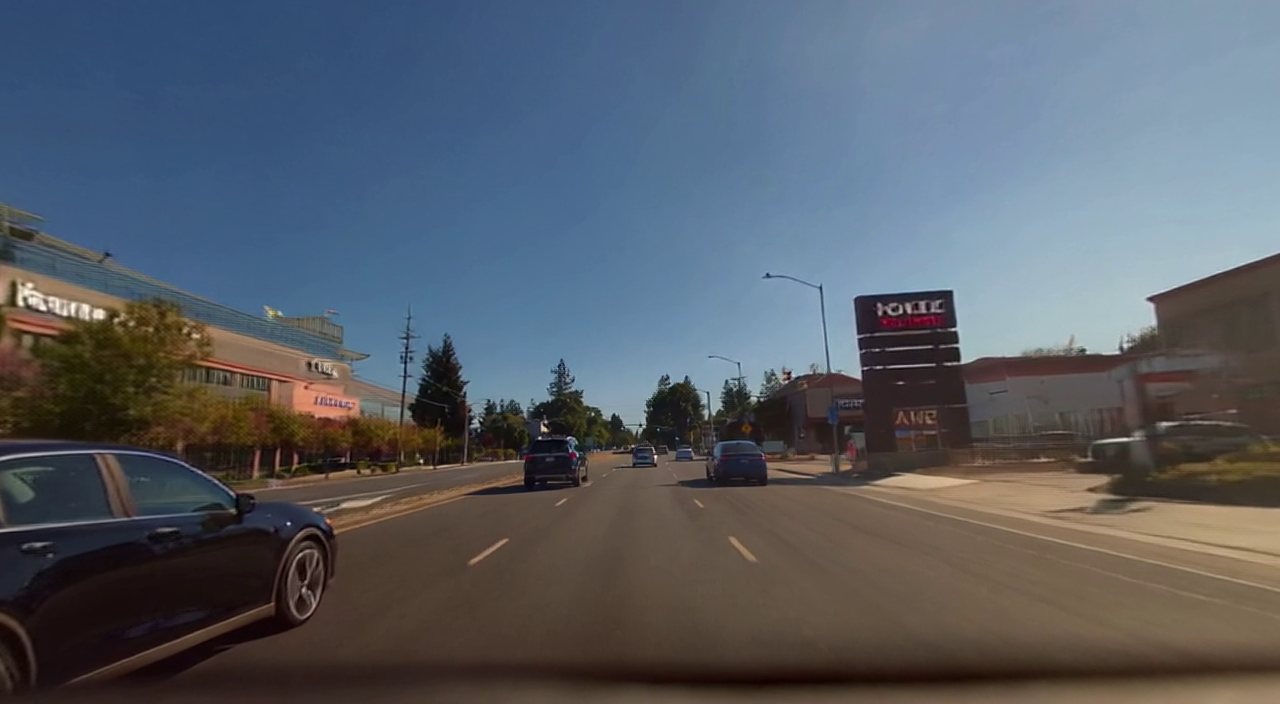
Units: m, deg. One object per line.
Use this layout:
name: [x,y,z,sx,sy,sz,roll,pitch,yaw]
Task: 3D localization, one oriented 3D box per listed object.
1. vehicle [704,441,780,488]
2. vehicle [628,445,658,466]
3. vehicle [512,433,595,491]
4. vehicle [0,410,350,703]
vehicle: [3.446,3.881,22.124,1.904,1.490,4.299,0,-8,0]
vehicle: [0.187,7.476,45.835,2.069,1.445,3.965,0,-8,0]
vehicle: [-2.922,3.847,22.410,2.193,1.788,4.603,0,-8,1]
vehicle: [-3.266,0.974,2.431,1.956,1.460,4.802,0,-8,1]
